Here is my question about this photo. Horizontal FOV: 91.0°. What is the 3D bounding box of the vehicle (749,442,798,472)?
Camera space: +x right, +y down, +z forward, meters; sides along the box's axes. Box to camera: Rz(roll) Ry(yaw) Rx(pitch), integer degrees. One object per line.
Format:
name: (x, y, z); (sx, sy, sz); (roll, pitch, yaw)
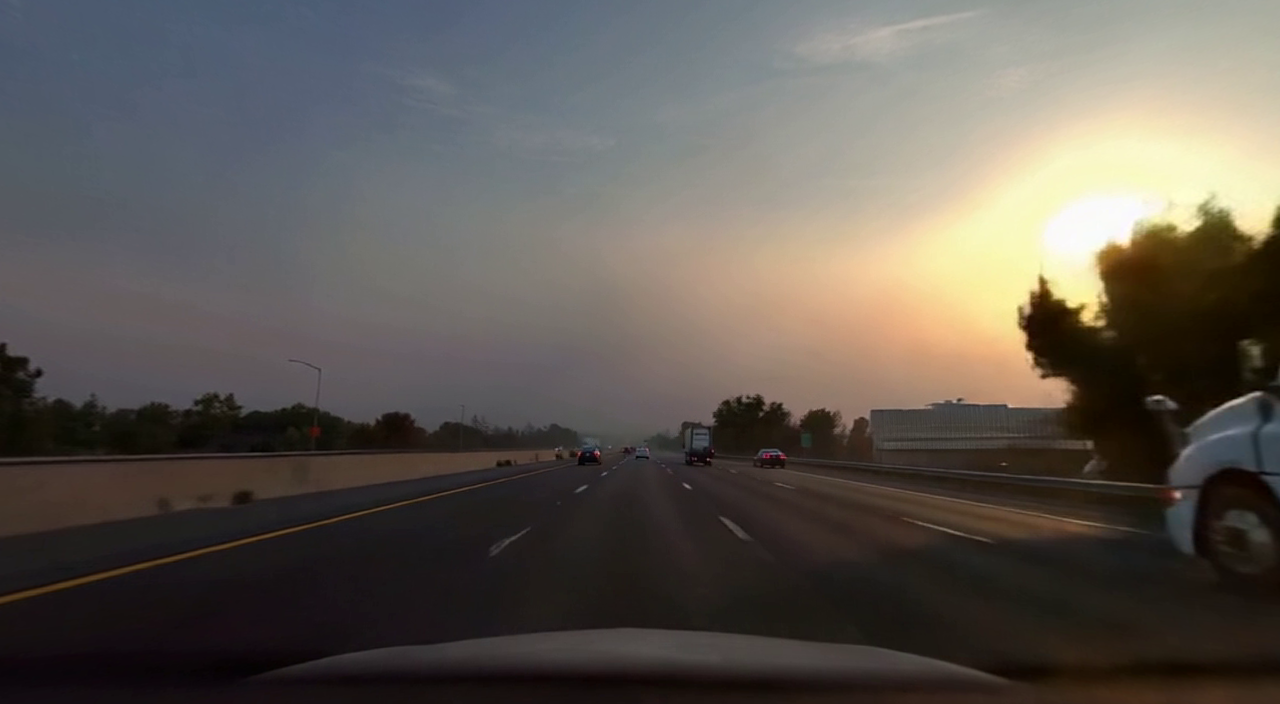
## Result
vehicle: (8.234, 6.525, 39.232); (2.188, 1.727, 4.381); (0, -9, 1)

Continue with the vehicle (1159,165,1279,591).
vehicle: (7.688, -0.103, 3.754); (3.034, 4.112, 7.110); (0, -9, 2)

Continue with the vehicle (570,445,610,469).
vehicle: (-3.281, 7.035, 42.421); (2.164, 1.507, 4.748); (0, -9, 1)

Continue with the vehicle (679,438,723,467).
vehicle: (4.439, 7.471, 46.837); (2.770, 1.990, 5.755); (0, -9, 1)
